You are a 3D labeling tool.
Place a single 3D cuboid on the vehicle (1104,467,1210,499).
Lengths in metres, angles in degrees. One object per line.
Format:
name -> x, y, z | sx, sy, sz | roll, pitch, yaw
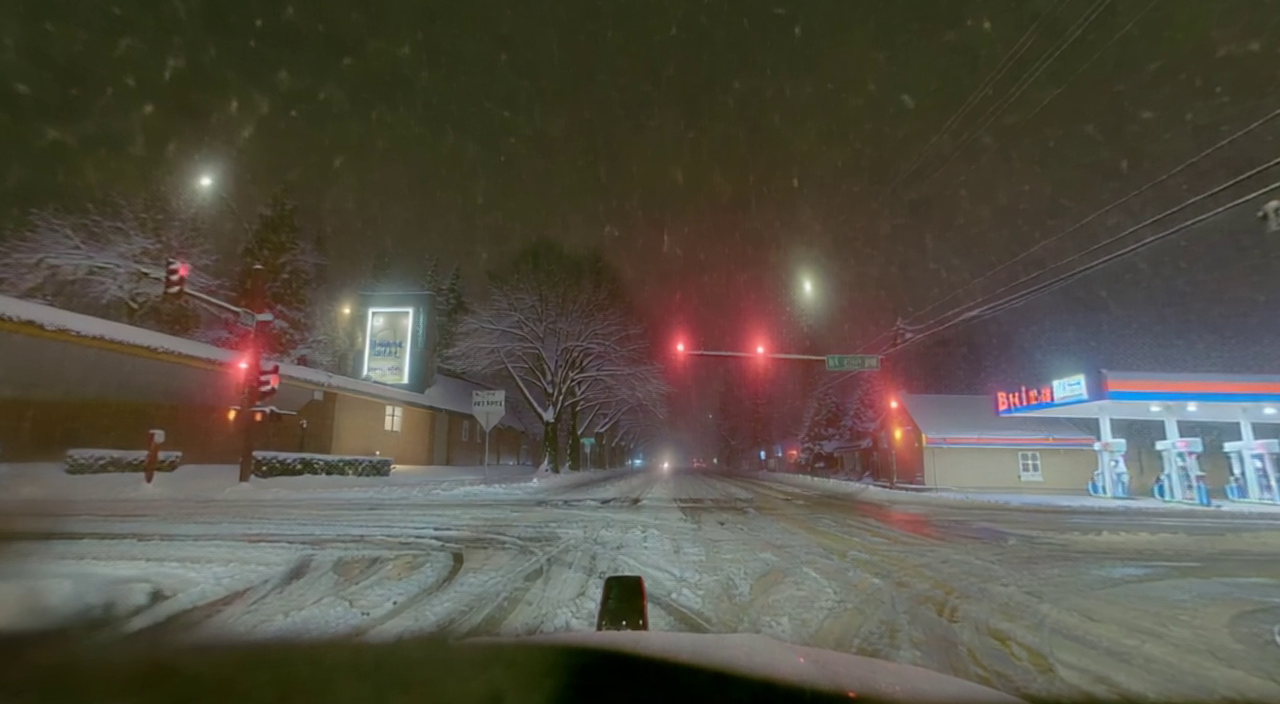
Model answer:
vehicle -> 27.991, 7.068, 34.325 | 1.897, 1.466, 4.211 | 1, -8, -6
